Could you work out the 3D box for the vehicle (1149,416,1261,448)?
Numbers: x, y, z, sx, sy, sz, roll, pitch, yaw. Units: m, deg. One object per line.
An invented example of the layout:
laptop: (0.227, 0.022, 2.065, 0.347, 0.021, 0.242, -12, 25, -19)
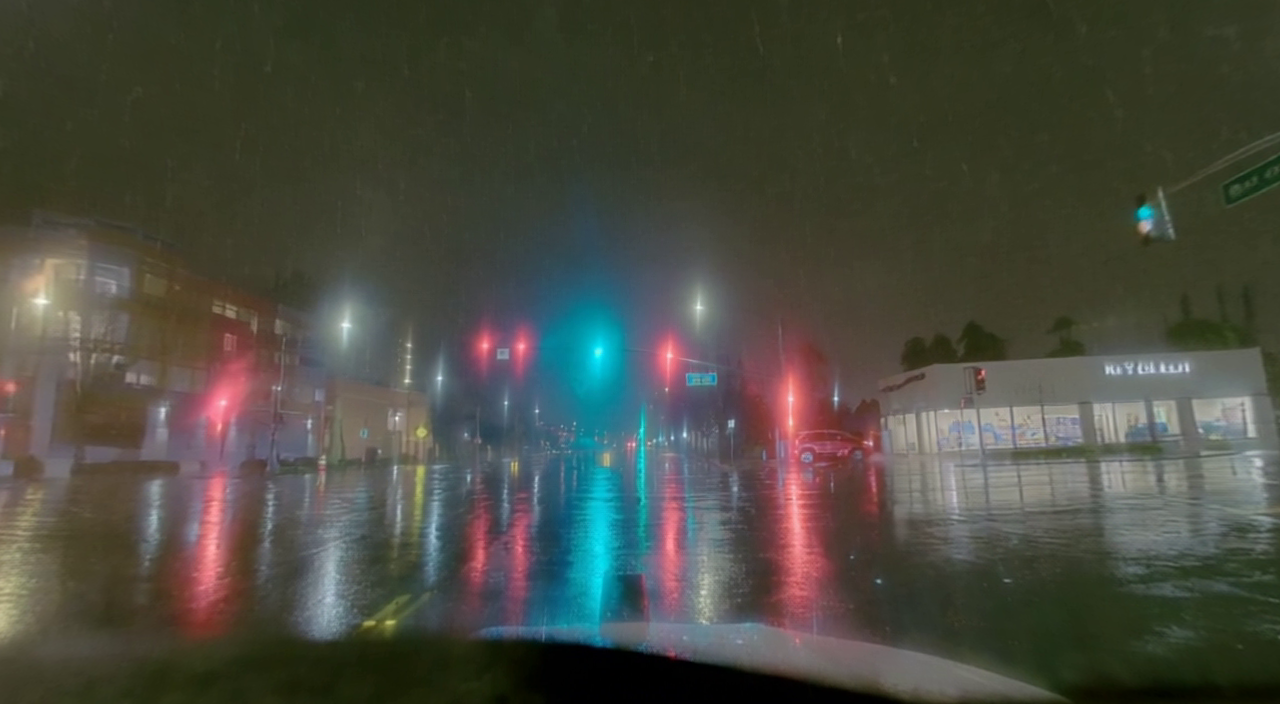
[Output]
vehicle: (28.269, 4.071, 31.719, 1.799, 1.459, 4.266, -1, -8, 3)
